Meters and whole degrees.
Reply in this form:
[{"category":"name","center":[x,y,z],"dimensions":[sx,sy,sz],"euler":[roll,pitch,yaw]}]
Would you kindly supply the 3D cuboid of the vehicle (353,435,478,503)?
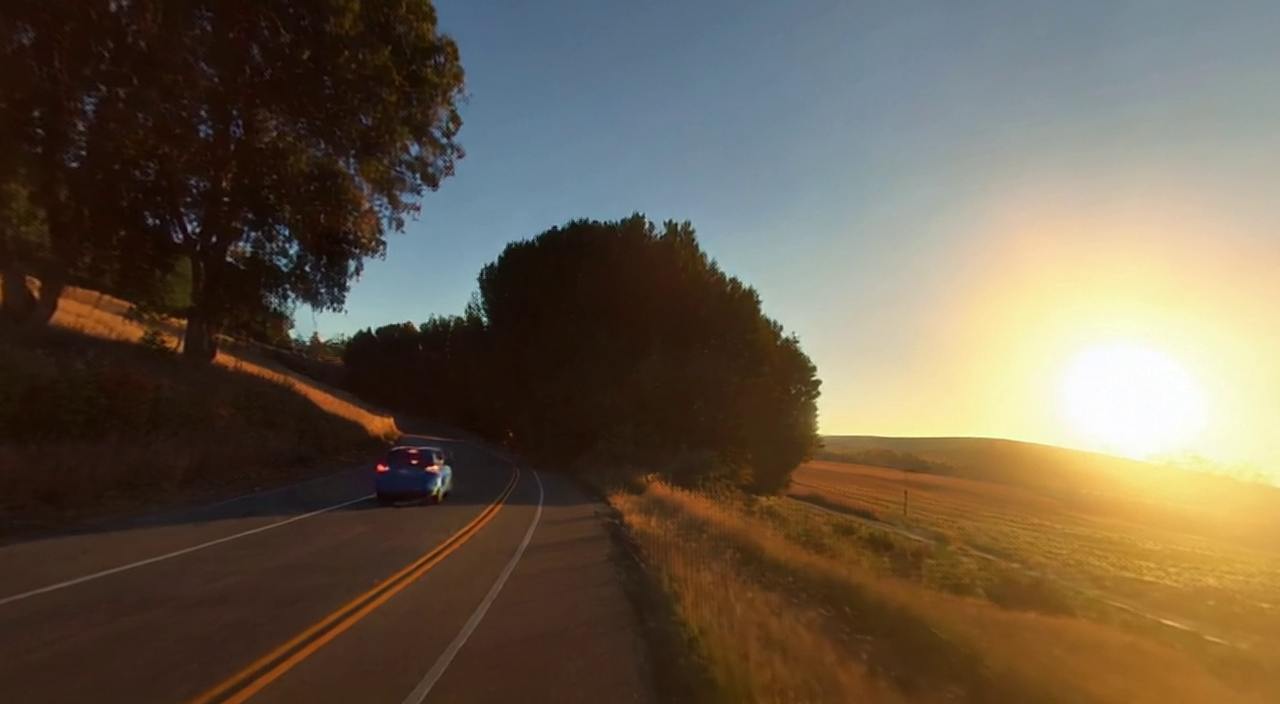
[{"category":"vehicle","center":[-5.526,2.905,16.186],"dimensions":[2.042,1.483,4.288],"euler":[1,-8,-6]}]
